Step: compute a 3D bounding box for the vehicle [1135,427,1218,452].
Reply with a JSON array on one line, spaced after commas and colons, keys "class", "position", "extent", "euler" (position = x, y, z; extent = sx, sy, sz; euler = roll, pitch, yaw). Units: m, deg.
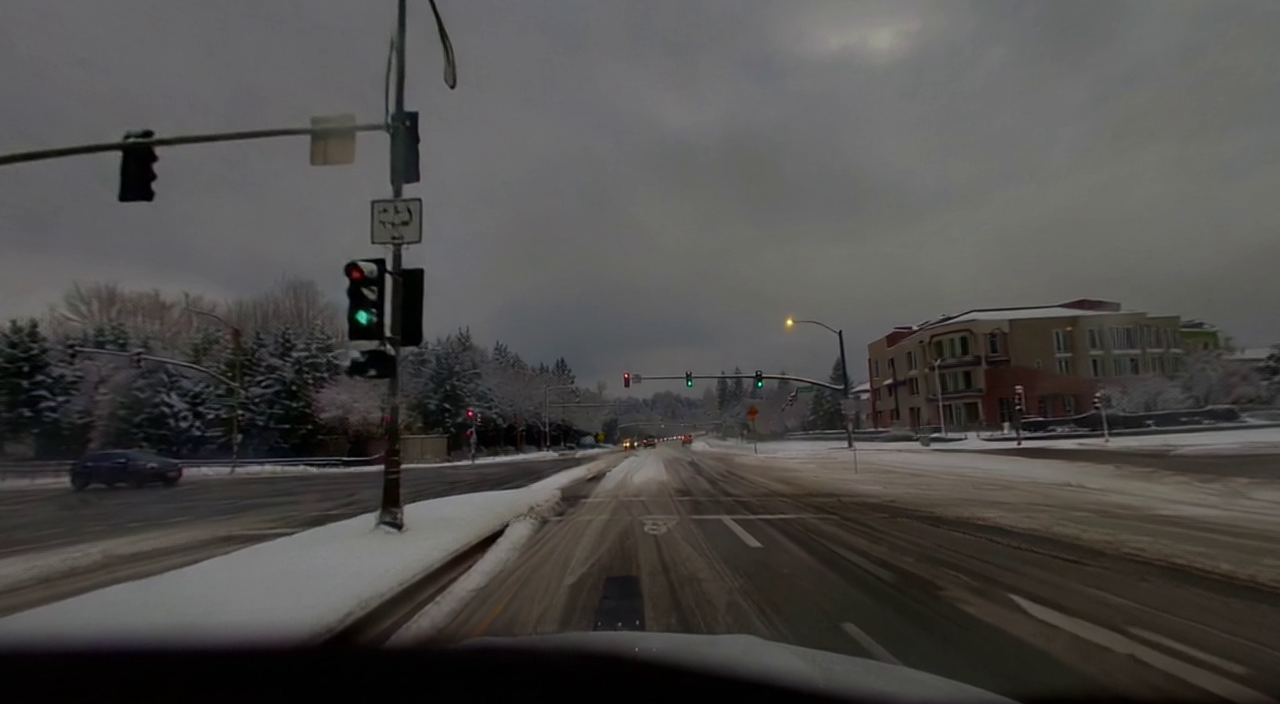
[{"class": "vehicle", "position": [40.200, 6.614, 47.536], "extent": [2.173, 1.751, 4.931], "euler": [-1, -8, 5]}]

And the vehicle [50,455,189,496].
[{"class": "vehicle", "position": [-24.428, 5.775, 29.745], "extent": [4.706, 1.734, 2.253], "euler": [-1, -8, 6]}]
